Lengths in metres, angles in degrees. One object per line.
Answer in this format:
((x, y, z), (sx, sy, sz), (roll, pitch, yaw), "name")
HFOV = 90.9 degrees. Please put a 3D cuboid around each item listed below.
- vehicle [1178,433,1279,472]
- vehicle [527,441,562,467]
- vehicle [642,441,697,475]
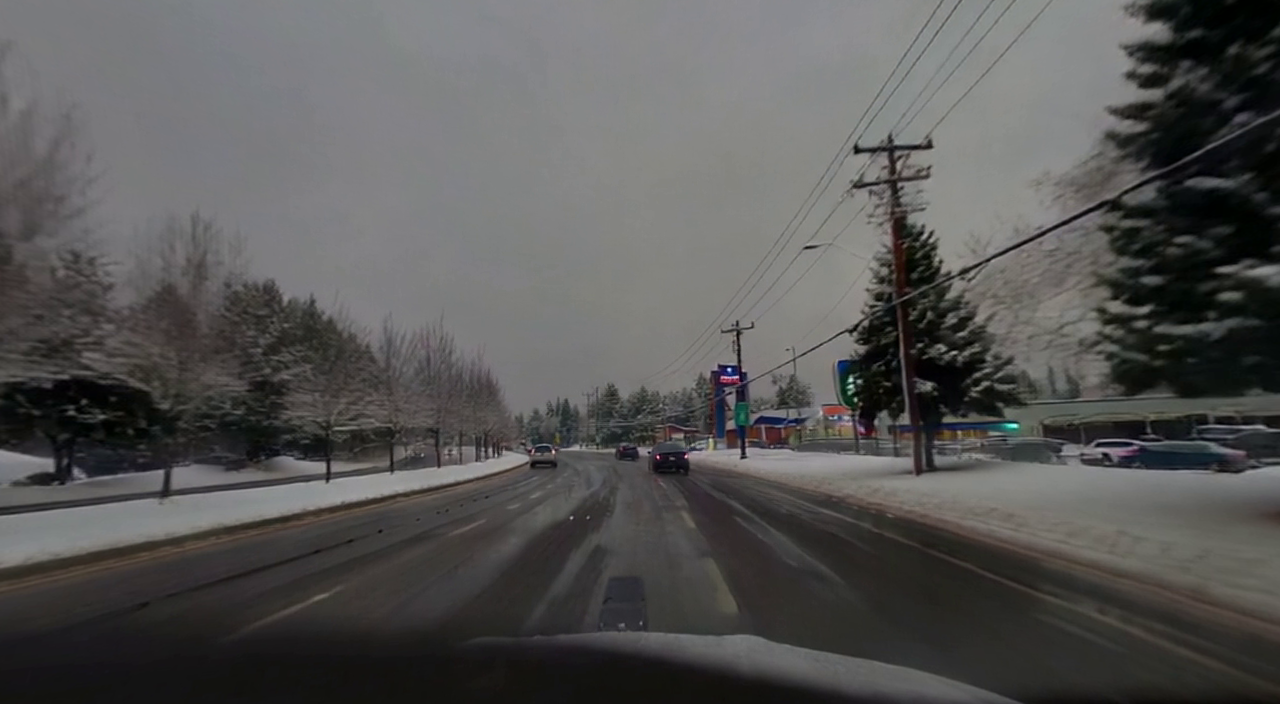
((29.638, 4.959, 31.081), (4.106, 1.638, 1.997), (-7, -12, 18), "vehicle")
((-6.737, 7.221, 44.914), (2.195, 1.752, 4.515), (1, -9, -5), "vehicle")
((1.296, 5.018, 30.014), (2.130, 1.476, 4.453), (1, -8, -4), "vehicle")
